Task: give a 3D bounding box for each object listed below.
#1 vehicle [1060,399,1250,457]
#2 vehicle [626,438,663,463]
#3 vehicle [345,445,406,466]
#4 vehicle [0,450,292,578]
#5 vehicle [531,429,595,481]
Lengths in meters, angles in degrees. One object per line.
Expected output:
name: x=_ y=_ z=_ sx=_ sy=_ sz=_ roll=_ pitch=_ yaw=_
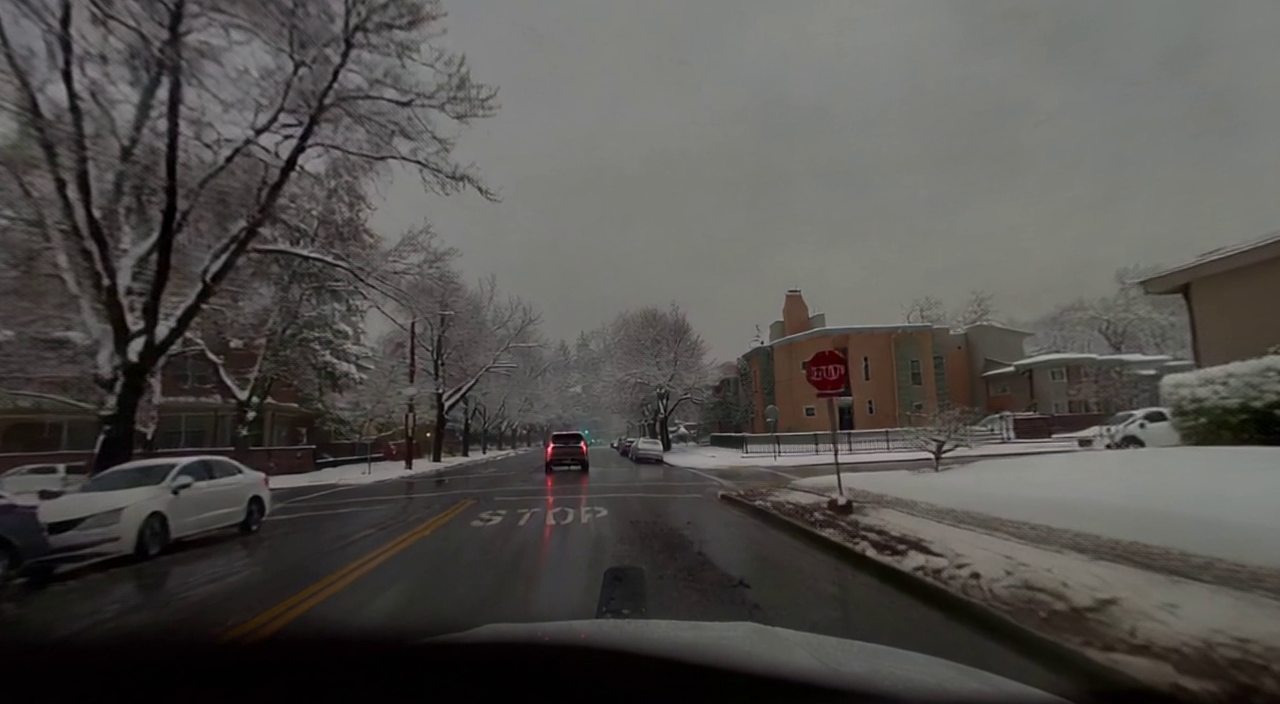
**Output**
vehicle: x=17.606 y=2.638 z=21.705 sx=4.817 sy=1.881 sz=2.002 roll=1 pitch=-8 yaw=-3
vehicle: x=0.252 y=6.486 z=41.650 sx=1.987 sy=1.608 sz=3.883 roll=1 pitch=-8 yaw=-7
vehicle: x=-20.330 y=7.973 z=48.548 sx=3.806 sy=1.501 sz=1.892 roll=0 pitch=-8 yaw=-4
vehicle: x=-7.626 y=2.323 z=9.994 sx=1.819 sy=1.461 sz=4.723 roll=0 pitch=-8 yaw=-4
vehicle: x=-2.802 y=3.819 z=23.650 sx=2.172 sy=1.722 sz=4.201 roll=1 pitch=-8 yaw=-5
